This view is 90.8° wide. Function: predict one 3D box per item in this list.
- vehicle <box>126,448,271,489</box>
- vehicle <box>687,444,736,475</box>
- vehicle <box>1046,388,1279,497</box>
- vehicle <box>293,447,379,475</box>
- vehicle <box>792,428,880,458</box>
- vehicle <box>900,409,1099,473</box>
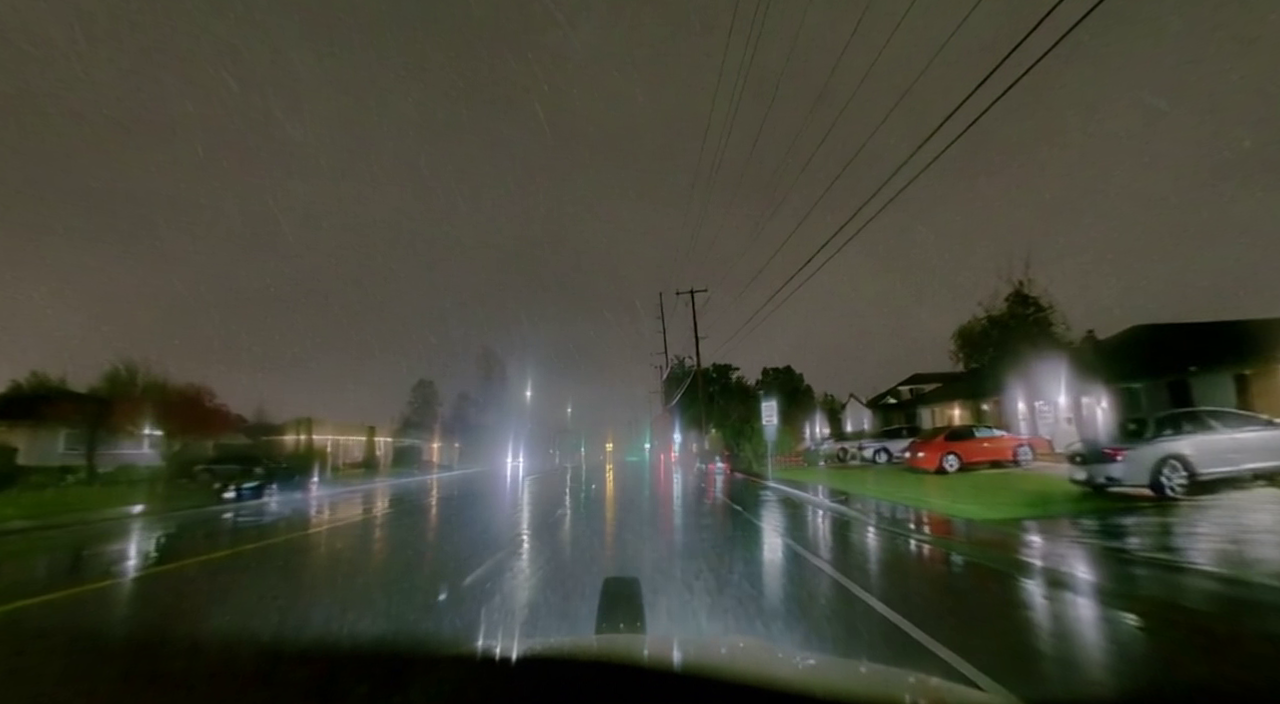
[{"bbox_3d":[-20.110,5.298,28.949,5.044,1.782,2.152,0,-8,3],"label":"vehicle"},{"bbox_3d":[3.772,5.728,34.050,2.104,1.524,4.524,0,-8,0],"label":"vehicle"},{"bbox_3d":[11.796,1.824,13.170,5.034,1.826,2.012,-5,-9,4],"label":"vehicle"},{"bbox_3d":[-20.625,7.383,42.989,4.753,1.796,2.101,-1,-8,5],"label":"vehicle"},{"bbox_3d":[14.112,6.564,45.583,5.541,2.060,2.416,-5,-10,31],"label":"vehicle"},{"bbox_3d":[11.810,2.965,21.039,5.283,1.570,2.122,-5,-8,-3],"label":"vehicle"}]
